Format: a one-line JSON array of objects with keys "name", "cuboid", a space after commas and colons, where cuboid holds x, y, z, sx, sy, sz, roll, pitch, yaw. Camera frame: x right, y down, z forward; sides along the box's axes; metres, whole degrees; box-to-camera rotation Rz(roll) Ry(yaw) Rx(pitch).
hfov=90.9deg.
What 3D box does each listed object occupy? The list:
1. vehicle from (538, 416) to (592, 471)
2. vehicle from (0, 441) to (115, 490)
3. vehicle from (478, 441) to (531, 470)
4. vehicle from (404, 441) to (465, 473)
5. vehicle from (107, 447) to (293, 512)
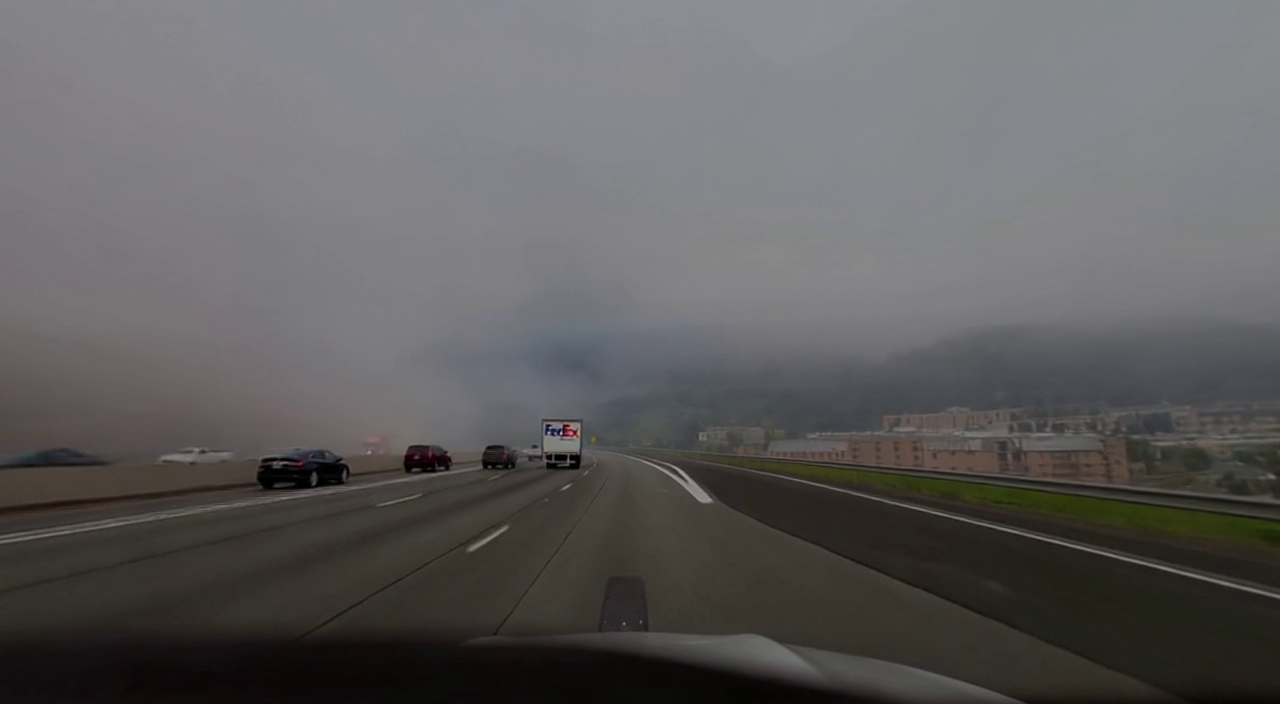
[{"name": "vehicle", "cuboid": [-4.773, 5.965, 41.375, 2.798, 3.212, 7.573, 2, -8, -2]}, {"name": "vehicle", "cuboid": [-20.617, 3.787, 21.375, 1.815, 1.507, 4.468, 0, -8, 0]}, {"name": "vehicle", "cuboid": [-8.777, 6.752, 41.408, 2.461, 1.767, 4.991, 0, -8, -1]}, {"name": "vehicle", "cuboid": [-12.497, 6.398, 38.760, 2.188, 1.784, 4.724, 0, -8, -1]}, {"name": "vehicle", "cuboid": [-11.644, 3.356, 17.167, 1.879, 1.431, 4.425, 1, -8, -1]}]
